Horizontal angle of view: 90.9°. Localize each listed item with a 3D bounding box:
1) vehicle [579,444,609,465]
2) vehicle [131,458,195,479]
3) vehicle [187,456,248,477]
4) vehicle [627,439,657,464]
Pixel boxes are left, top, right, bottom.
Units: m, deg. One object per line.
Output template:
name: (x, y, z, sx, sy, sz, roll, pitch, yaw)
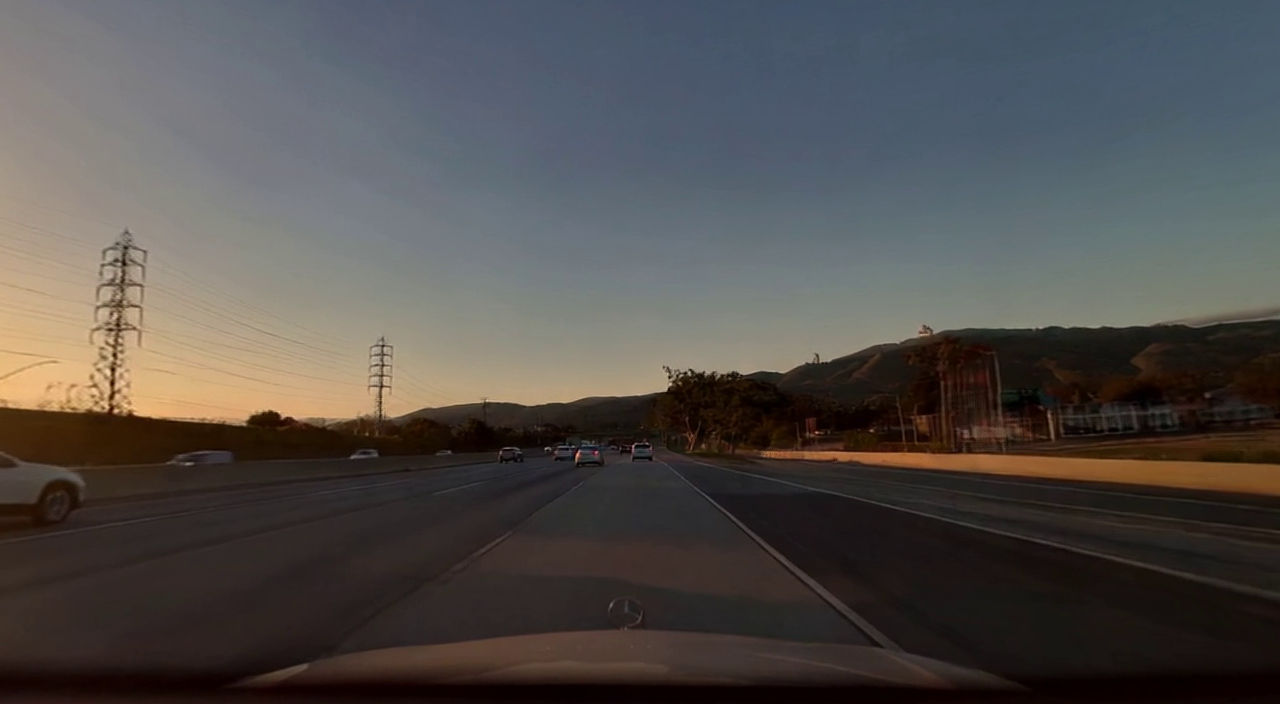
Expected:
vehicle: (-3.480, 7.828, 48.444, 1.967, 1.517, 4.808, 0, -9, 0)
vehicle: (-35.809, 8.738, 47.435, 1.772, 1.445, 3.772, 0, -9, 1)
vehicle: (-32.064, 8.696, 48.029, 1.767, 1.419, 4.079, 0, -9, 0)
vehicle: (0.124, 7.518, 47.712, 2.194, 1.737, 4.127, 0, -9, -1)
